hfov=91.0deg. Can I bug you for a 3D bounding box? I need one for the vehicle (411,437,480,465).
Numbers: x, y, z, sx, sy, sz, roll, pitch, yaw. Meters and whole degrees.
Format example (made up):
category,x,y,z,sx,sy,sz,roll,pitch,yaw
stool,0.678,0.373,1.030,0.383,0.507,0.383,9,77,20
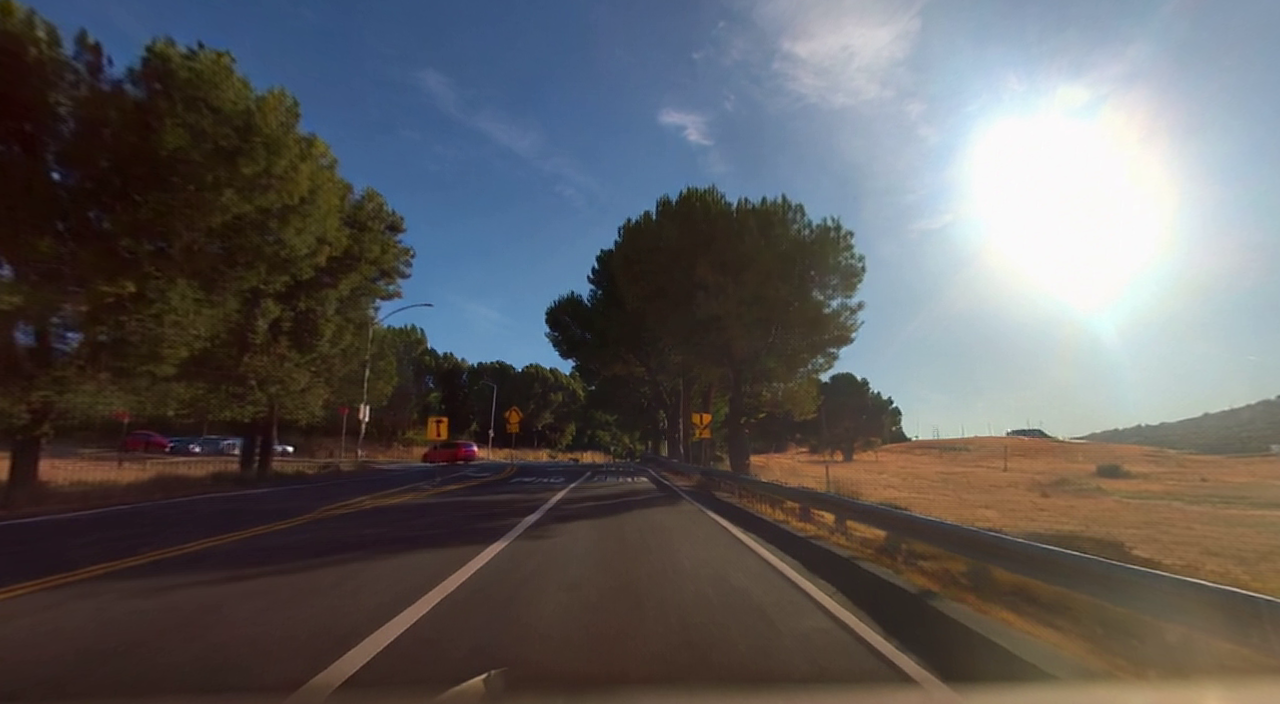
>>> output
category,x,y,z,sx,sy,sz,roll,pitch,yaw
vehicle,-14.667,7.478,47.656,4.529,1.976,2.002,8,-12,-42
